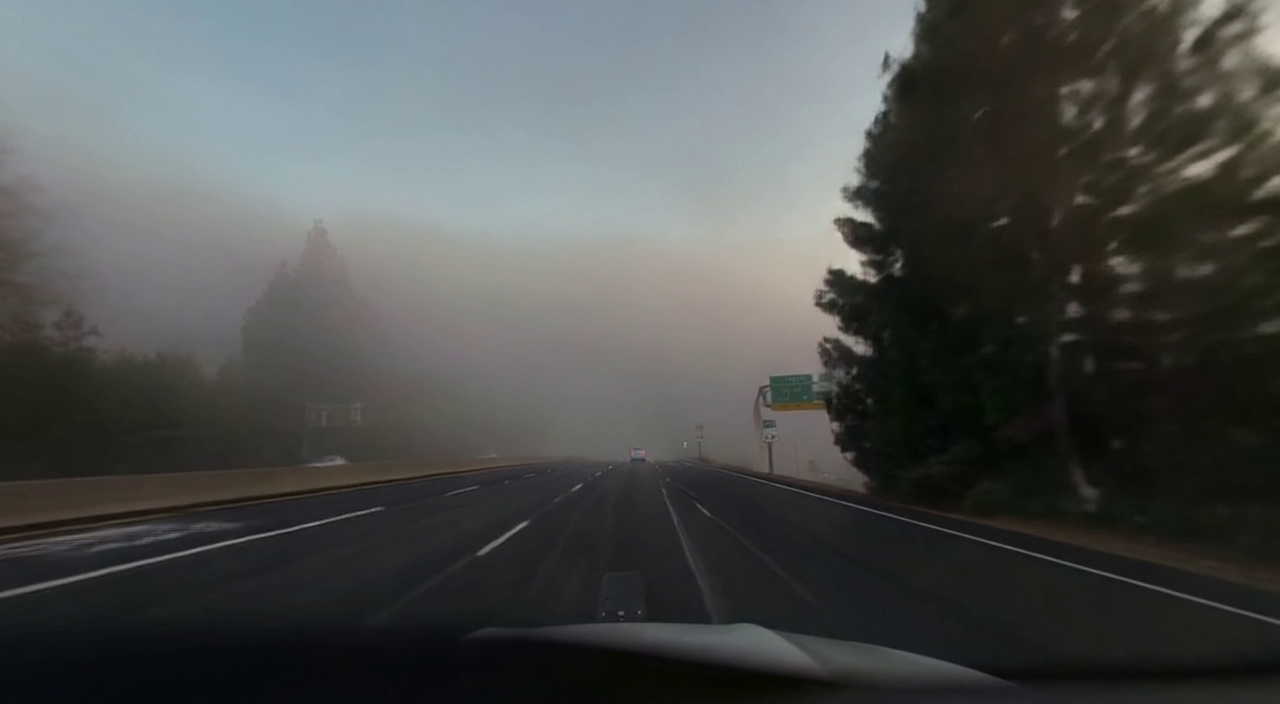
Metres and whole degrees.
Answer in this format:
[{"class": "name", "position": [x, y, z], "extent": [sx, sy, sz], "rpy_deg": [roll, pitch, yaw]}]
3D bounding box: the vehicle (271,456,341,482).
[{"class": "vehicle", "position": [-21.224, 7.406, 40.354], "extent": [1.917, 1.480, 4.664], "rpy_deg": [0, -9, 1]}]

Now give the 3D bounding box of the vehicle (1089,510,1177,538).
[{"class": "vehicle", "position": [36.472, 12.733, 46.800], "extent": [4.860, 1.747, 2.125], "rpy_deg": [1, -8, -5]}]
